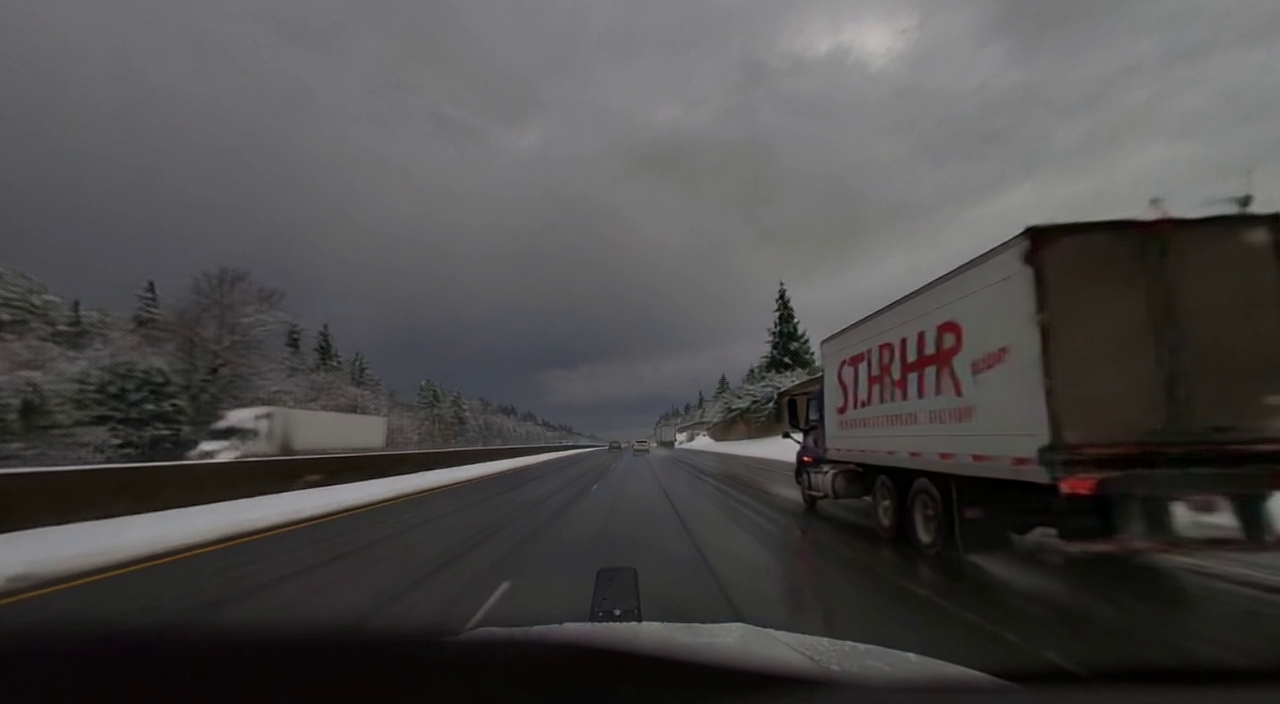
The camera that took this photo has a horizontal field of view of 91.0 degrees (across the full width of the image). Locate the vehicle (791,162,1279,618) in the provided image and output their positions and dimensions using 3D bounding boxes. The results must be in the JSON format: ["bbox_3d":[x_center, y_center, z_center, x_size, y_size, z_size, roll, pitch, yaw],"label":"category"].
[{"bbox_3d":[5.343,0.923,10.042,2.949,3.470,10.539,0,-8,-2],"label":"vehicle"}]

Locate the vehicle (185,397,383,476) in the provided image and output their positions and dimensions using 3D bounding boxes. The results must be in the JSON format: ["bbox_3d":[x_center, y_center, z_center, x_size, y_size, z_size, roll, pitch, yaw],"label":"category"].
[{"bbox_3d":[-21.264,5.387,39.974,3.085,3.910,16.801,0,-8,-1],"label":"vehicle"}]
